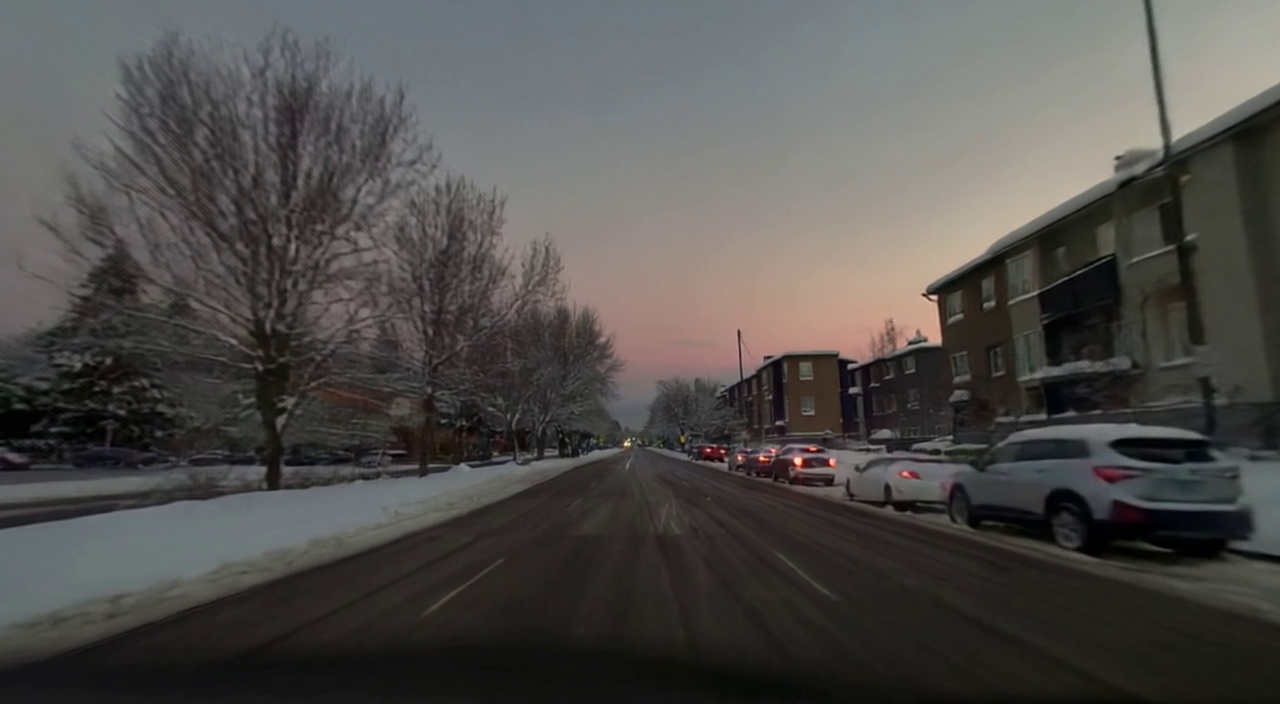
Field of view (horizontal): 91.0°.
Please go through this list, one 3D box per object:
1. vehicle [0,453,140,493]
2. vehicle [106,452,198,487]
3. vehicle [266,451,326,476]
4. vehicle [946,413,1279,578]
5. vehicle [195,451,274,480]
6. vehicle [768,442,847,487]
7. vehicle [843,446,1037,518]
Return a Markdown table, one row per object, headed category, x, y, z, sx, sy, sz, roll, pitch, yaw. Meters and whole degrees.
| category | x | y | z | sx | sy | sz | roll | pitch | yaw |
| --- | --- | --- | --- | --- | --- | --- | --- | --- | --- |
| vehicle | -25.298 | 5.326 | 28.082 | 1.909 | 1.579 | 4.744 | -1 | -9 | 3 |
| vehicle | -25.828 | 6.201 | 33.509 | 1.730 | 1.734 | 4.001 | 0 | -9 | -1 |
| vehicle | -25.557 | 8.270 | 46.916 | 1.945 | 1.694 | 4.329 | 0 | -9 | 0 |
| vehicle | 7.084 | 2.016 | 9.723 | 2.241 | 1.877 | 4.810 | 0 | -9 | 0 |
| vehicle | -25.766 | 7.206 | 40.179 | 1.996 | 1.650 | 4.382 | 0 | -9 | 2 |
| vehicle | 6.801 | 4.607 | 26.087 | 2.078 | 1.699 | 4.292 | 0 | -9 | -1 |
| vehicle | 7.035 | 3.068 | 15.490 | 2.145 | 1.470 | 4.693 | 1 | -9 | -5 |
